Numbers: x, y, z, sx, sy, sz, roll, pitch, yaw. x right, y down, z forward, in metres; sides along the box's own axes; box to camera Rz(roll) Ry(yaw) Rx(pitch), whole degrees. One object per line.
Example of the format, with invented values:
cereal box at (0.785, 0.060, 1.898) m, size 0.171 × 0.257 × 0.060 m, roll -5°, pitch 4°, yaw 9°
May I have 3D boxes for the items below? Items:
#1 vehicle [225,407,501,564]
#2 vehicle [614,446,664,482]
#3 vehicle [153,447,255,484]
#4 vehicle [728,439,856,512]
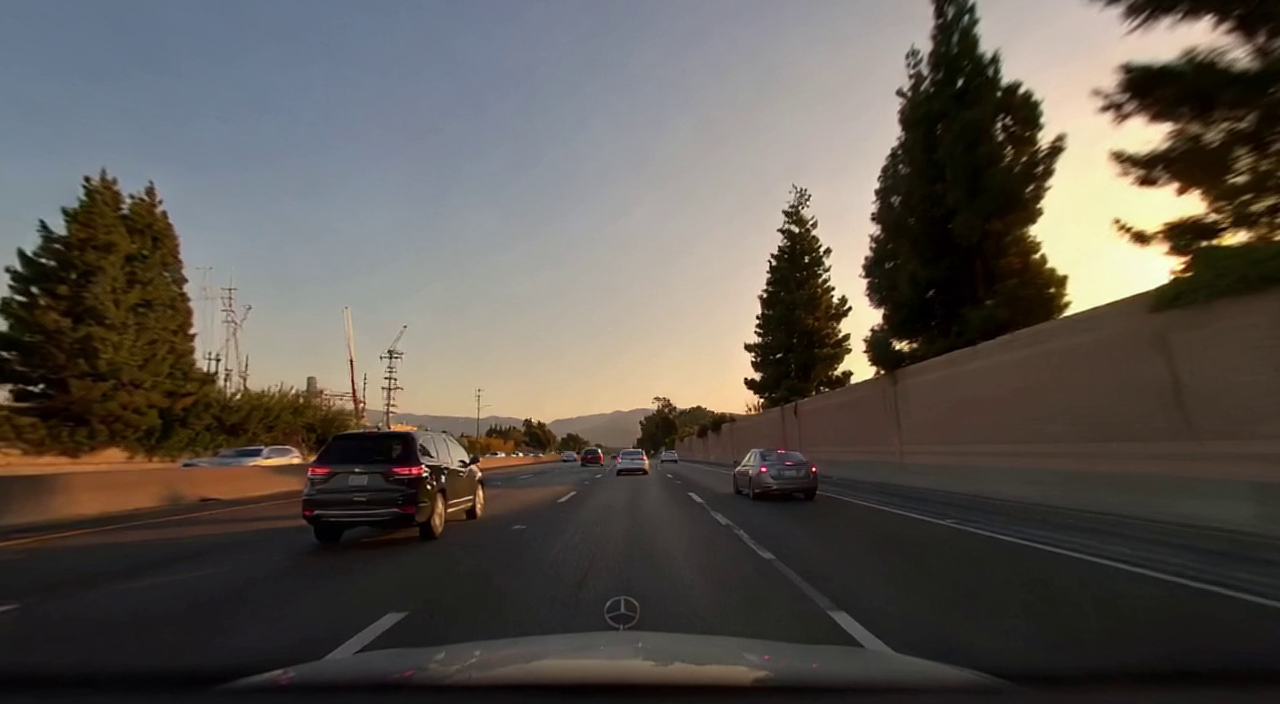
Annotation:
vehicle at (-3.670, 1.856, 9.479) m, size 2.121 × 1.775 × 4.335 m, roll 0°, pitch -9°, yaw 0°
vehicle at (-0.090, 4.882, 27.920) m, size 2.045 × 1.452 × 4.040 m, roll 0°, pitch -8°, yaw -1°
vehicle at (-23.402, 6.084, 34.176) m, size 2.084 × 1.800 × 4.788 m, roll 0°, pitch -9°, yaw 0°
vehicle at (3.528, 2.943, 15.630) m, size 1.917 × 1.507 × 4.540 m, roll 0°, pitch -9°, yaw -2°
